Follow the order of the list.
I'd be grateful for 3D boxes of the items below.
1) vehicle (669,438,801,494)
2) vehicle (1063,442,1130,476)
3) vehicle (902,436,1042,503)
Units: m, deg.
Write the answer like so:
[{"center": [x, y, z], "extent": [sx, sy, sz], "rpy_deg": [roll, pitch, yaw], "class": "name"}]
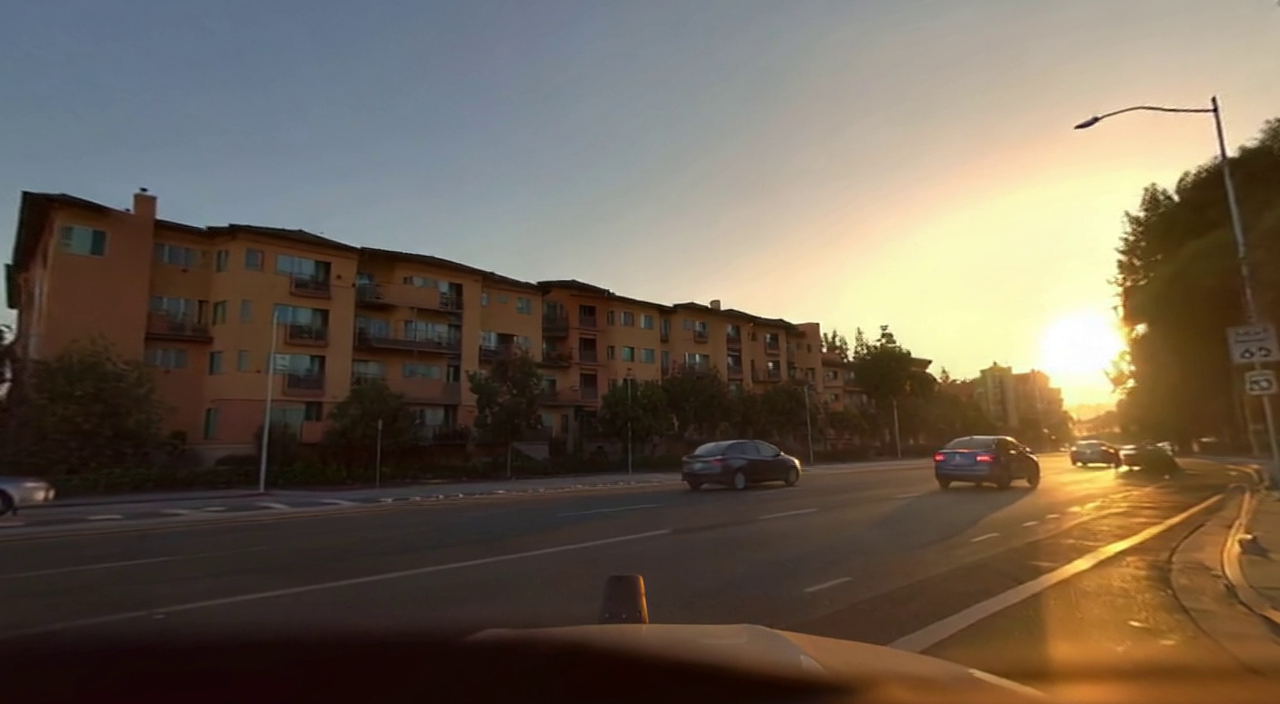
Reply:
[{"center": [3.335, 3.802, 21.492], "extent": [1.989, 1.662, 4.846], "rpy_deg": [-8, -12, 43], "class": "vehicle"}, {"center": [23.380, 5.426, 32.231], "extent": [2.033, 1.625, 4.438], "rpy_deg": [-8, -12, 43], "class": "vehicle"}, {"center": [9.631, 3.273, 18.095], "extent": [2.199, 1.652, 4.783], "rpy_deg": [-8, -12, 43], "class": "vehicle"}]
